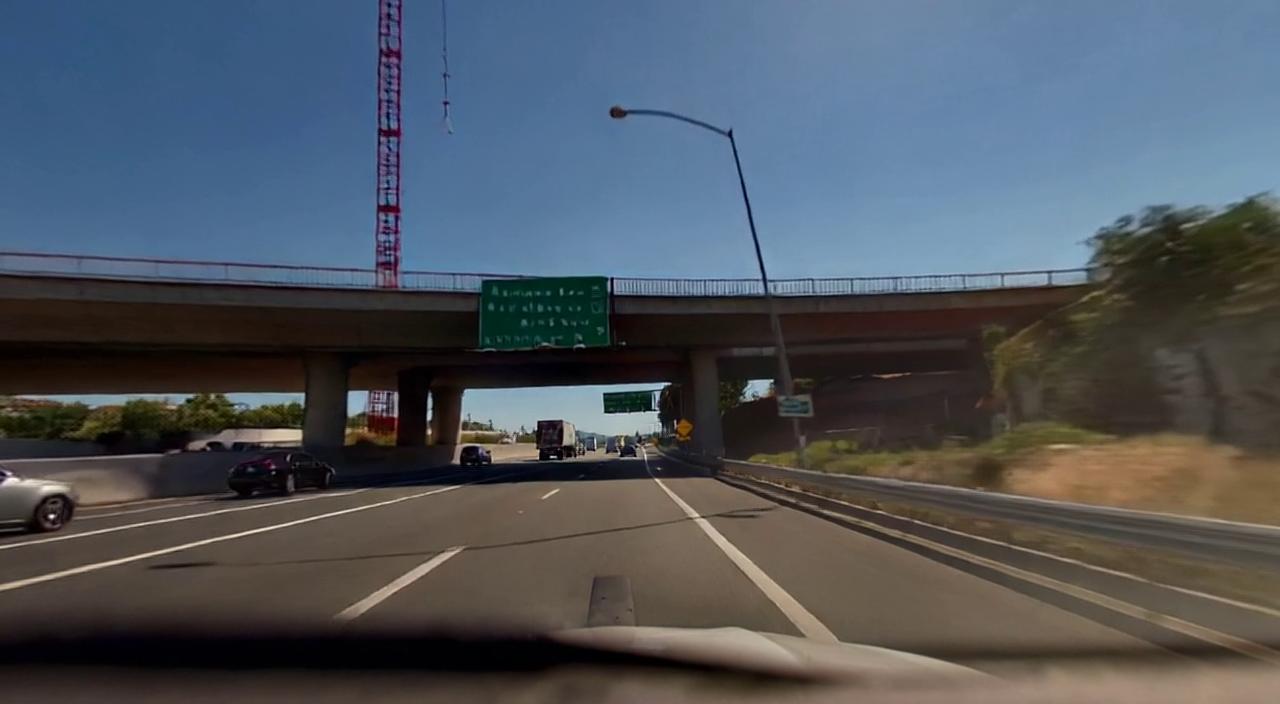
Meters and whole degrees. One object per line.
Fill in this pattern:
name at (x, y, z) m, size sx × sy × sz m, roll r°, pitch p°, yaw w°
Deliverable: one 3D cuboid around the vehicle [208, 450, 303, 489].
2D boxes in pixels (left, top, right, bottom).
vehicle at (-19.210, 5.863, 31.871) m, size 1.932 × 1.752 × 4.541 m, roll -1°, pitch -8°, yaw 0°
